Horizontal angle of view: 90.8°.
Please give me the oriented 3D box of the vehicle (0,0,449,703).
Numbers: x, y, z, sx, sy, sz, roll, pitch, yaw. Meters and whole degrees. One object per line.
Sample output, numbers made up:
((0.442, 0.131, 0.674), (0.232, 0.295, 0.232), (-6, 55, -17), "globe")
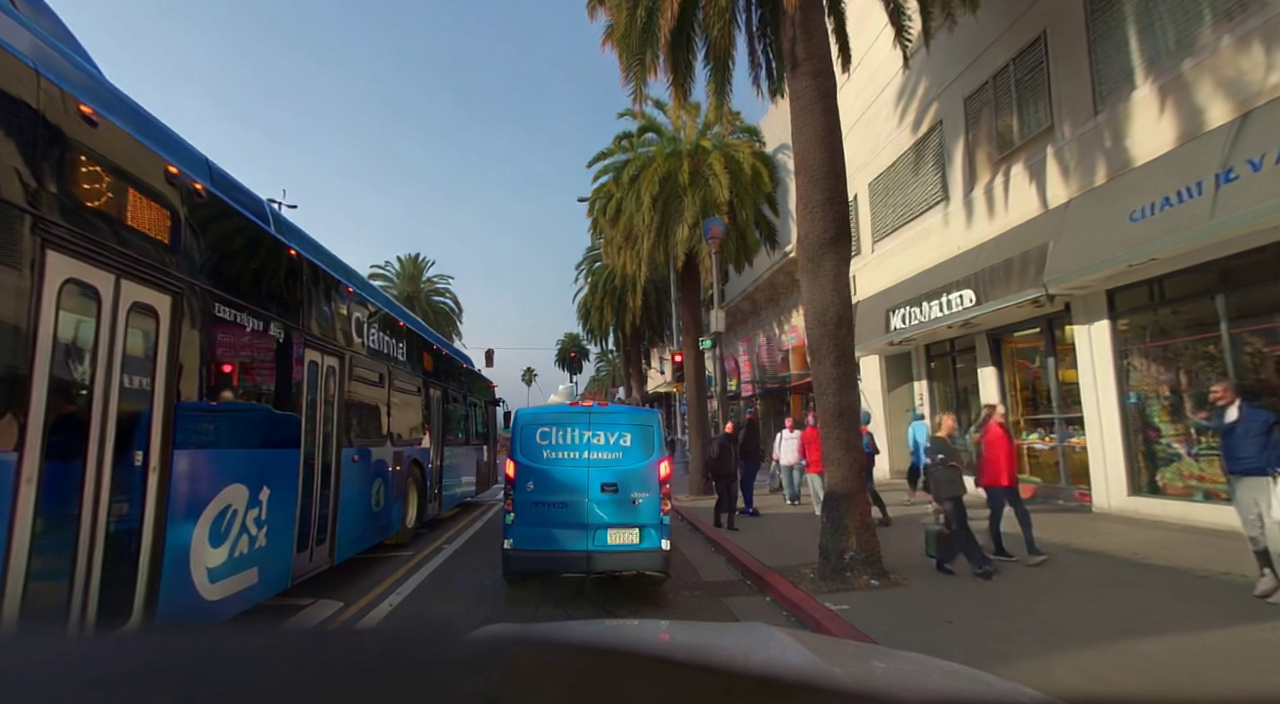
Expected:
((-3.810, 0.204, 3.292), (2.863, 3.233, 11.573), (1, -8, -4), "vehicle")

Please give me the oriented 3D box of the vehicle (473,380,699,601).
((-0.796, 1.525, 7.791), (2.002, 1.907, 4.211), (1, -9, -9), "vehicle")
